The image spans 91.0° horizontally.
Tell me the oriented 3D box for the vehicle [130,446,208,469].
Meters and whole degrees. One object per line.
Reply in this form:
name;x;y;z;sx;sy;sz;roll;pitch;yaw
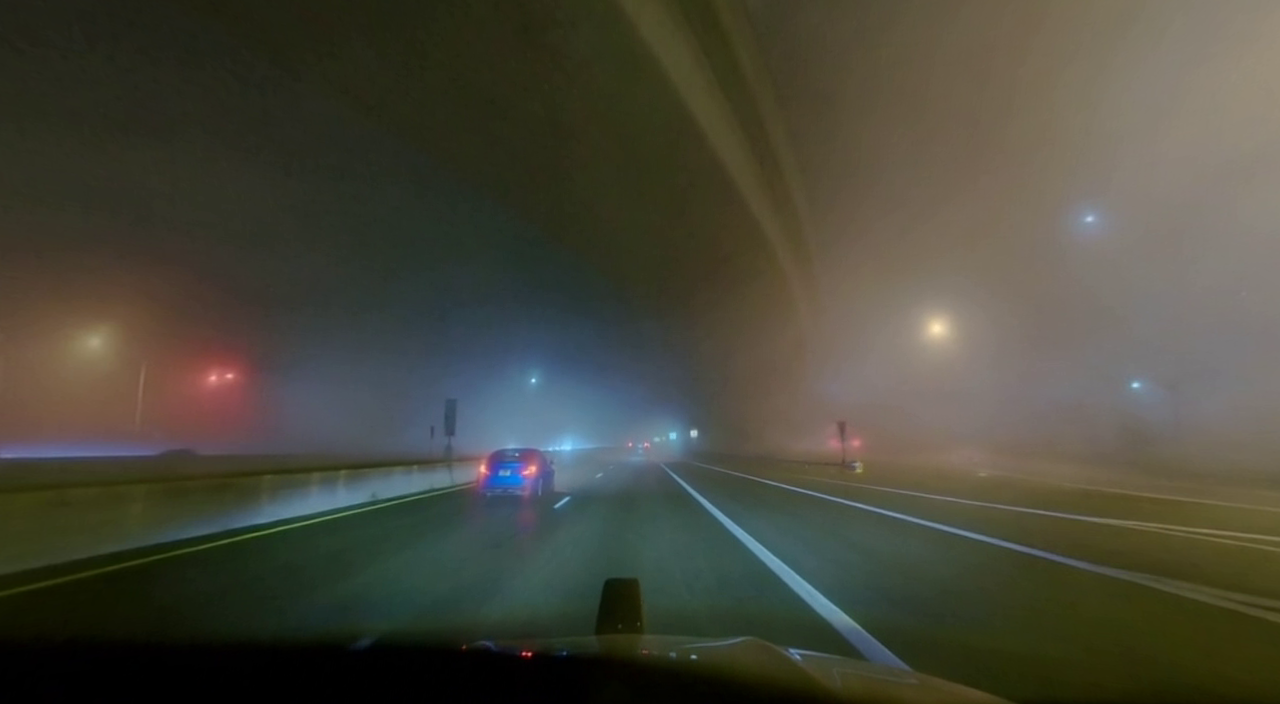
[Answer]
vehicle;-33.946;7.585;45.528;1.882;1.521;4.666;0;-9;2

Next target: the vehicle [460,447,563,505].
vehicle;-3.590;3.533;18.442;2.044;1.478;4.114;0;-9;1
